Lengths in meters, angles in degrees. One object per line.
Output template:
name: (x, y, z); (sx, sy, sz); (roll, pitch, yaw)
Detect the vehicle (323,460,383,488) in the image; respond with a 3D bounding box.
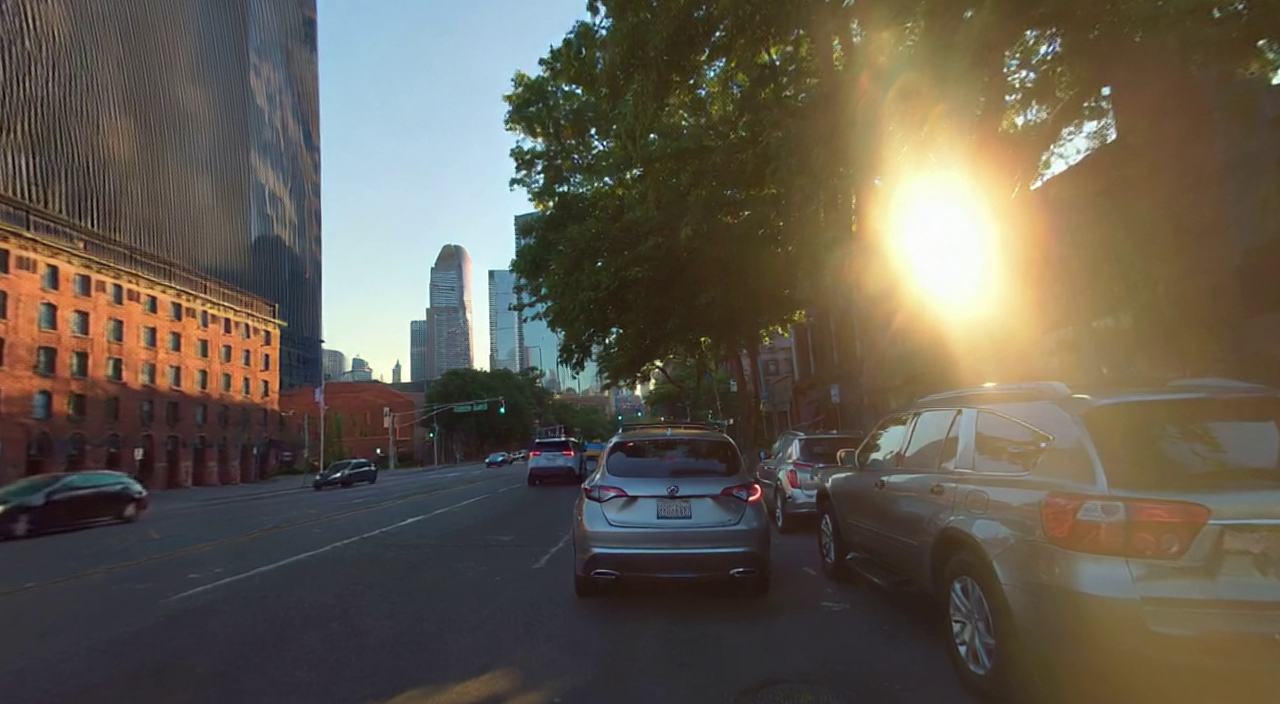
vehicle: (-19.331, 8.209, 42.689); (2.068, 1.729, 4.135); (0, -9, 0)

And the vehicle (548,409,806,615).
vehicle: (0.234, 1.540, 6.869); (2.045, 1.608, 3.573); (0, -9, -2)

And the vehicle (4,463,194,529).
vehicle: (-16.298, 4.315, 19.369); (2.105, 1.676, 4.099); (0, -9, 1)

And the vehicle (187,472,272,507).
vehicle: (-22.648, 7.570, 35.006); (1.854, 1.419, 4.318); (-7, -8, 0)

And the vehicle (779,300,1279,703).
vehicle: (2.741, 1.062, 4.918); (2.117, 1.855, 4.794); (0, -9, -1)
